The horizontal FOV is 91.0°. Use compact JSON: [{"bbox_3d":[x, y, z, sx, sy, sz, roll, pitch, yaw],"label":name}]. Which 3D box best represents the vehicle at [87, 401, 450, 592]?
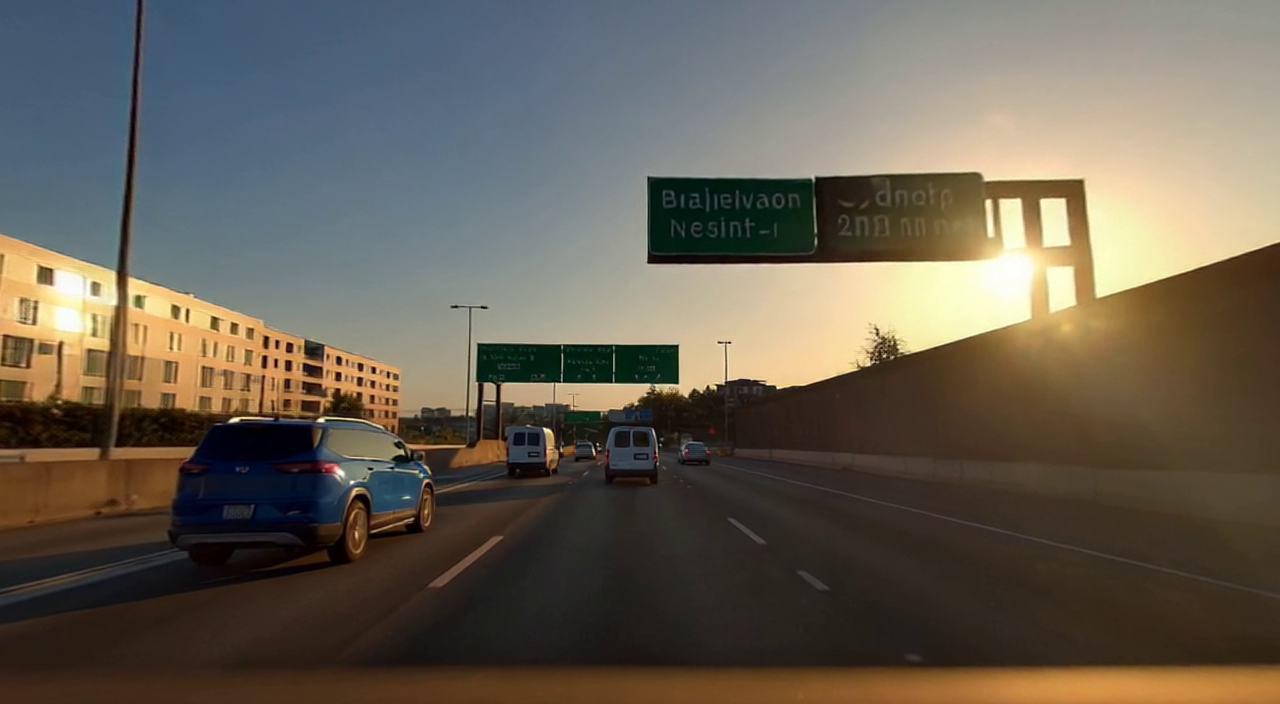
[{"bbox_3d":[-4.034,1.612,7.944,1.972,1.703,4.333,0,-8,-1],"label":"vehicle"}]

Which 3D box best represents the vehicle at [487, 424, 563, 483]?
[{"bbox_3d":[-4.133,3.730,23.356,2.038,1.936,4.300,0,-8,-1],"label":"vehicle"}]

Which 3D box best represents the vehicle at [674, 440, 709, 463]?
[{"bbox_3d":[3.547,6.897,43.990,1.999,1.494,3.833,0,-8,-3],"label":"vehicle"}]

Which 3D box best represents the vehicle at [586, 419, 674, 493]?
[{"bbox_3d":[-0.318,3.065,18.877,2.304,1.925,4.282,0,-8,-1],"label":"vehicle"}]
